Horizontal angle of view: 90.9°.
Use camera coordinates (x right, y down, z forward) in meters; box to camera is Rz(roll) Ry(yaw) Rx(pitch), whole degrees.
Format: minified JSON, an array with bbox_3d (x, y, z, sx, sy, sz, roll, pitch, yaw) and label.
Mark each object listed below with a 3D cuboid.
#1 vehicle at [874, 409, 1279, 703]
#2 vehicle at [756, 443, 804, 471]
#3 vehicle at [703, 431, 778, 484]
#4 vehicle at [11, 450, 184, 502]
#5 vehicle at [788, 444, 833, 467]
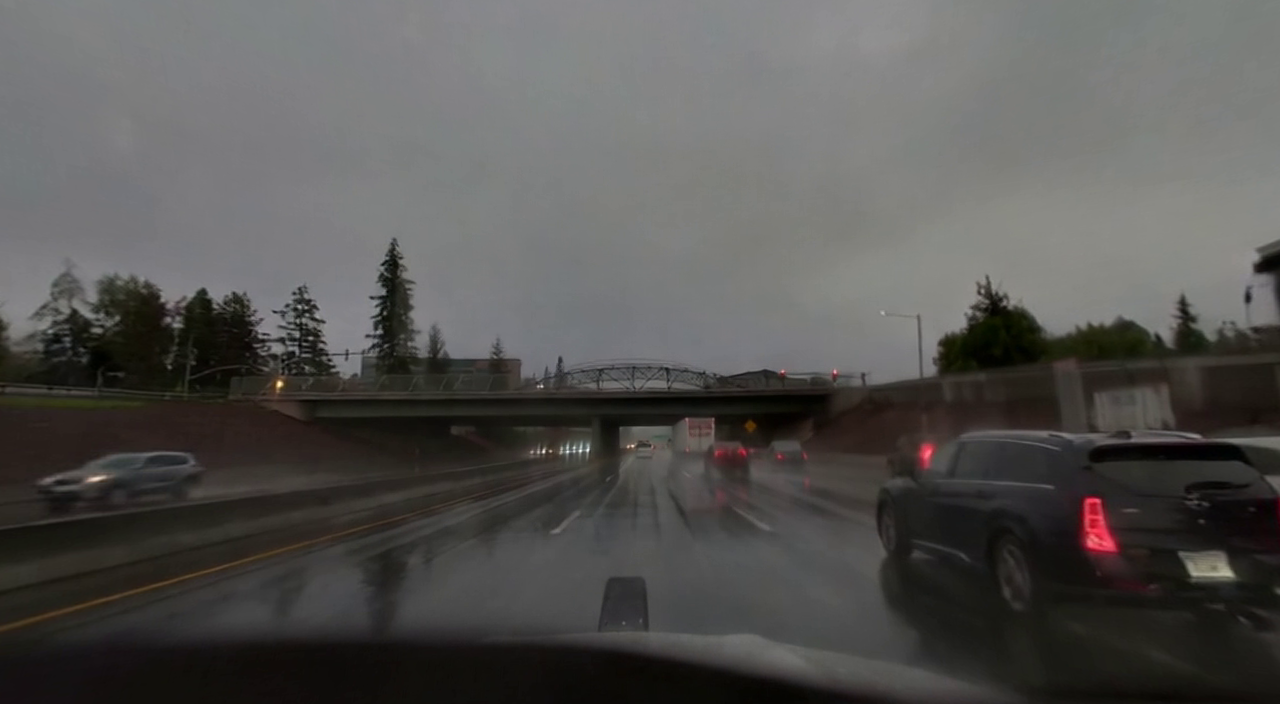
[{"bbox_3d":[3.606,1.308,4.874,1.902,1.481,4.451,0,-8,0],"label":"vehicle"},{"bbox_3d":[7.665,5.771,34.839,1.828,1.472,3.805,0,-8,0],"label":"vehicle"},{"bbox_3d":[3.829,4.124,24.950,2.086,1.858,4.737,0,-8,-1],"label":"vehicle"},{"bbox_3d":[-22.800,5.183,26.969,2.242,1.896,5.776,0,-8,1],"label":"vehicle"},{"bbox_3d":[11.699,7.110,43.544,1.926,1.451,3.936,0,-8,0],"label":"vehicle"}]
